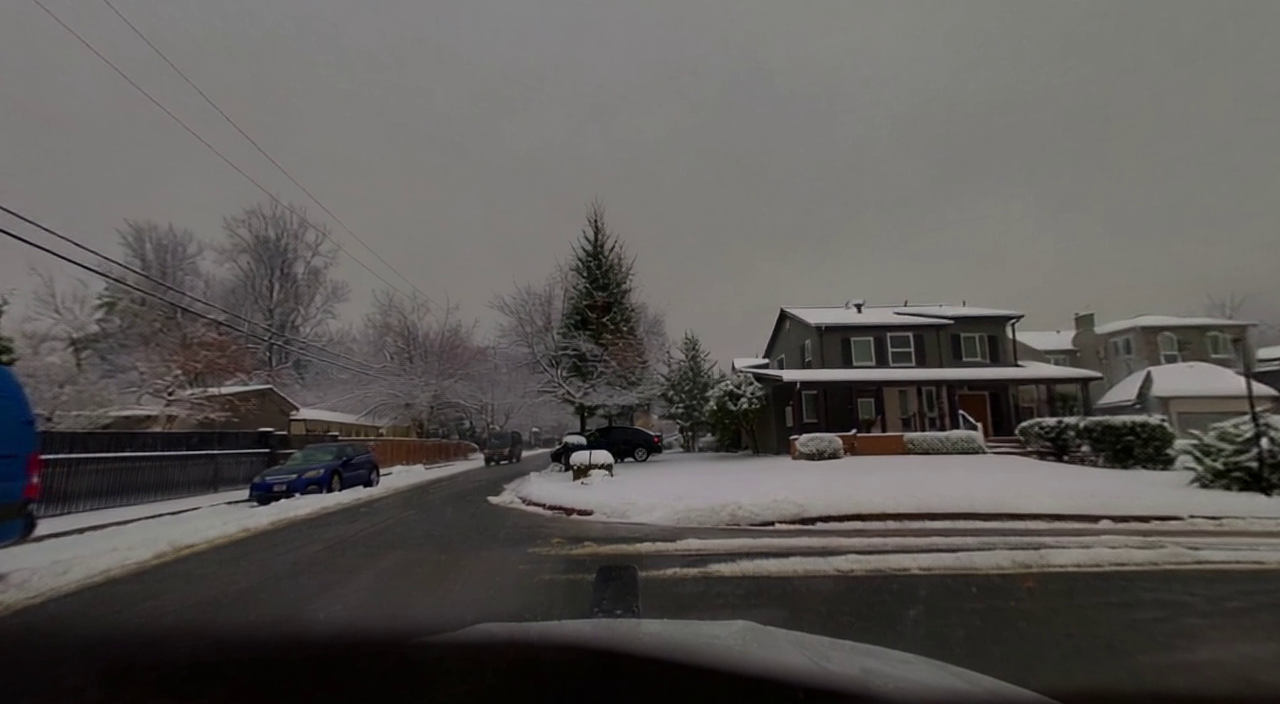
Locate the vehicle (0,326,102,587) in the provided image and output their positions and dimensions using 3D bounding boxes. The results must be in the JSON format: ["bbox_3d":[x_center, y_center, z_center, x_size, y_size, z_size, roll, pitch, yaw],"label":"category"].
[{"bbox_3d":[-7.092,0.796,3.715,2.284,2.500,7.006,-2,-6,-6],"label":"vehicle"}]

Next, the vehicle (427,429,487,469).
[{"bbox_3d":[-9.651,5.123,33.665,2.042,1.937,4.960,0,-8,-4],"label":"vehicle"}]

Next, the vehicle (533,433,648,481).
[{"bbox_3d":[-1.543,3.453,21.126,1.827,1.436,4.070,-5,-9,30],"label":"vehicle"}]

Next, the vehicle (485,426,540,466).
[{"bbox_3d":[-6.681,4.962,33.519,2.219,1.984,4.712,0,-8,-3],"label":"vehicle"}]

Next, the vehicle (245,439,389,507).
[{"bbox_3d":[-8.316,3.098,16.674,1.899,1.524,4.082,0,-8,-5],"label":"vehicle"}]
